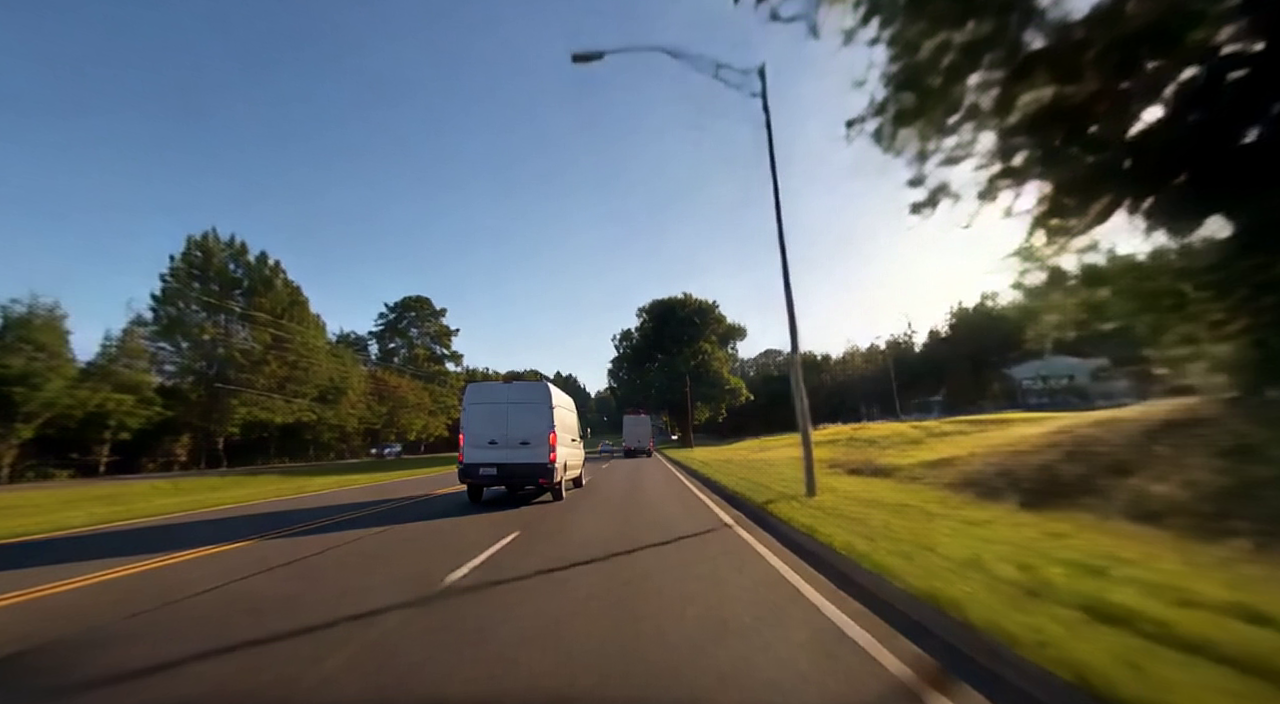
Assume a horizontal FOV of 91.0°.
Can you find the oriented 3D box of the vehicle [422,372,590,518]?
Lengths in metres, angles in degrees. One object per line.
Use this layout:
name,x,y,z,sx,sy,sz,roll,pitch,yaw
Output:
vehicle,-2.659,2.122,14.482,2.497,2.628,6.016,0,-8,0
